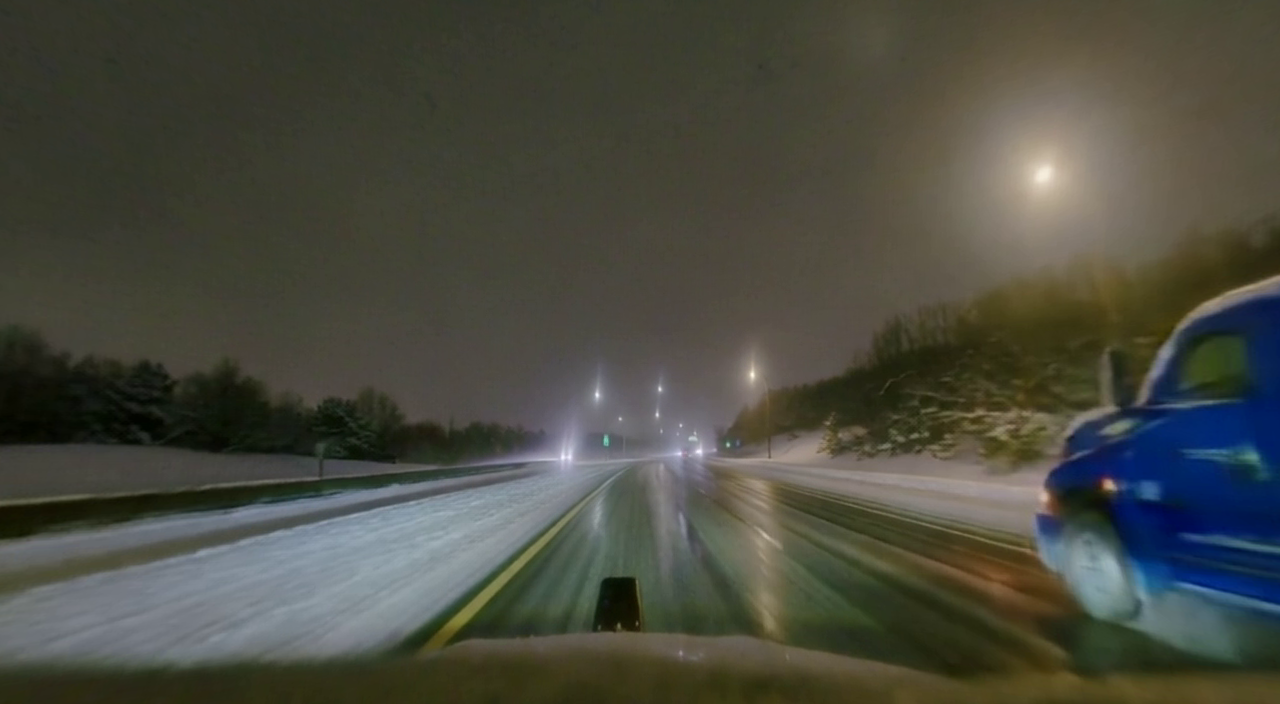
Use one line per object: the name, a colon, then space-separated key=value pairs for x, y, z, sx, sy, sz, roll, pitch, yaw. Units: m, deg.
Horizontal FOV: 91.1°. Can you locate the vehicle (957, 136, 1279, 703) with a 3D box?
vehicle: x=4.152 y=0.205 z=1.717 sx=2.436 sy=2.701 sz=7.451 roll=0 pitch=-9 yaw=-2
